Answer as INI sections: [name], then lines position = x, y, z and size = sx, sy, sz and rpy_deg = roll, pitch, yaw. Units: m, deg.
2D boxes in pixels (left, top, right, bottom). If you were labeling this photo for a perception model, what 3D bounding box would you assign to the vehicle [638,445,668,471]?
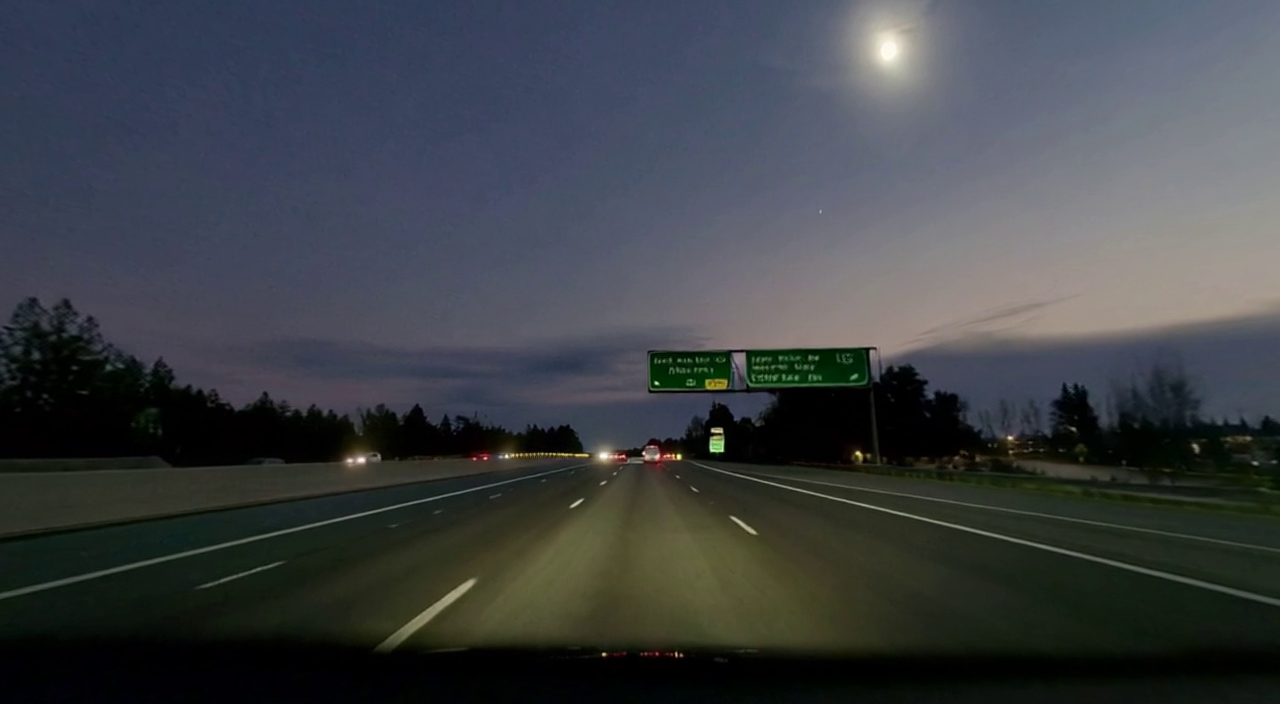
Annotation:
[vehicle]
position = 0.952, 8.309, 49.379
size = 2.219, 1.927, 4.409
rpy_deg = 0, -9, 0
